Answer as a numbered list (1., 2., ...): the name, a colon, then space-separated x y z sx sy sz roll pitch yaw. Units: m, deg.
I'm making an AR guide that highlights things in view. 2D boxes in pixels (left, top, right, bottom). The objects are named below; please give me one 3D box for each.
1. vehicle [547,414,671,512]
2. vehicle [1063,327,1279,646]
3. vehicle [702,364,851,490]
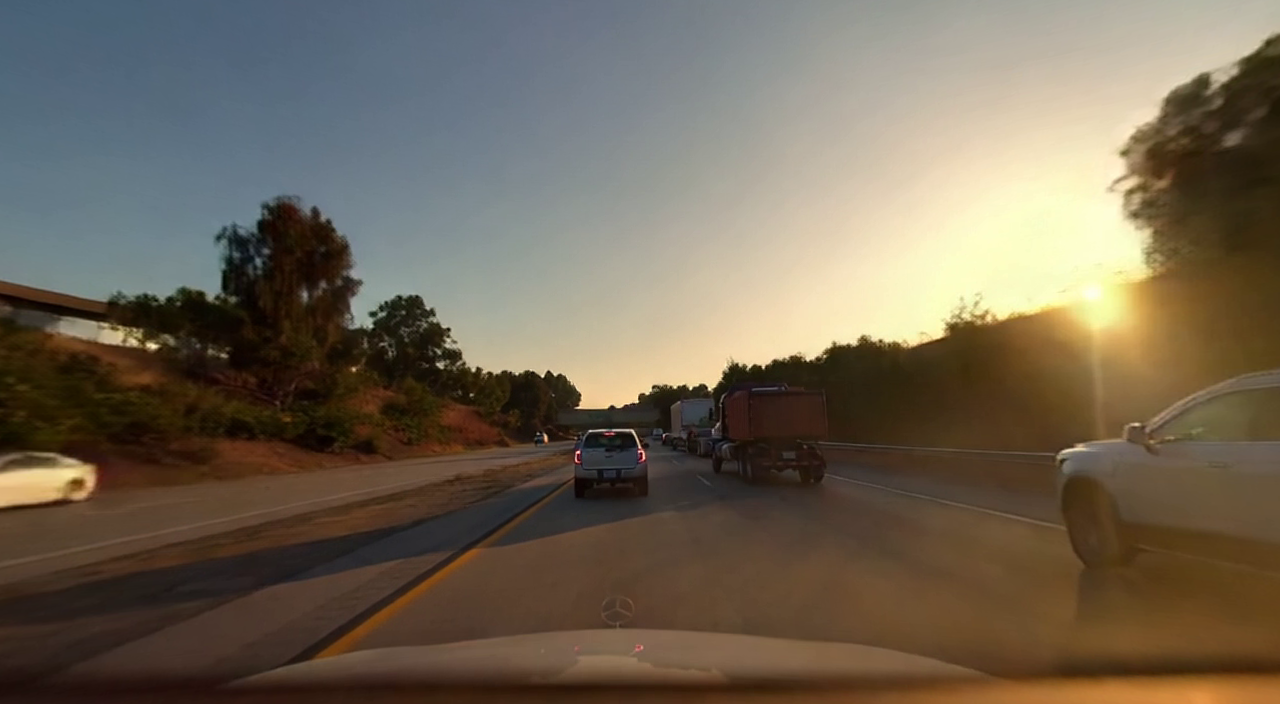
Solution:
1. vehicle: -0.547 2.133 12.660 2.082 1.638 4.055 0 -8 -1
2. vehicle: 4.856 0.794 3.698 2.011 1.905 3.905 0 -8 1
3. vehicle: 3.708 2.353 19.498 2.723 3.027 8.478 0 -7 0
